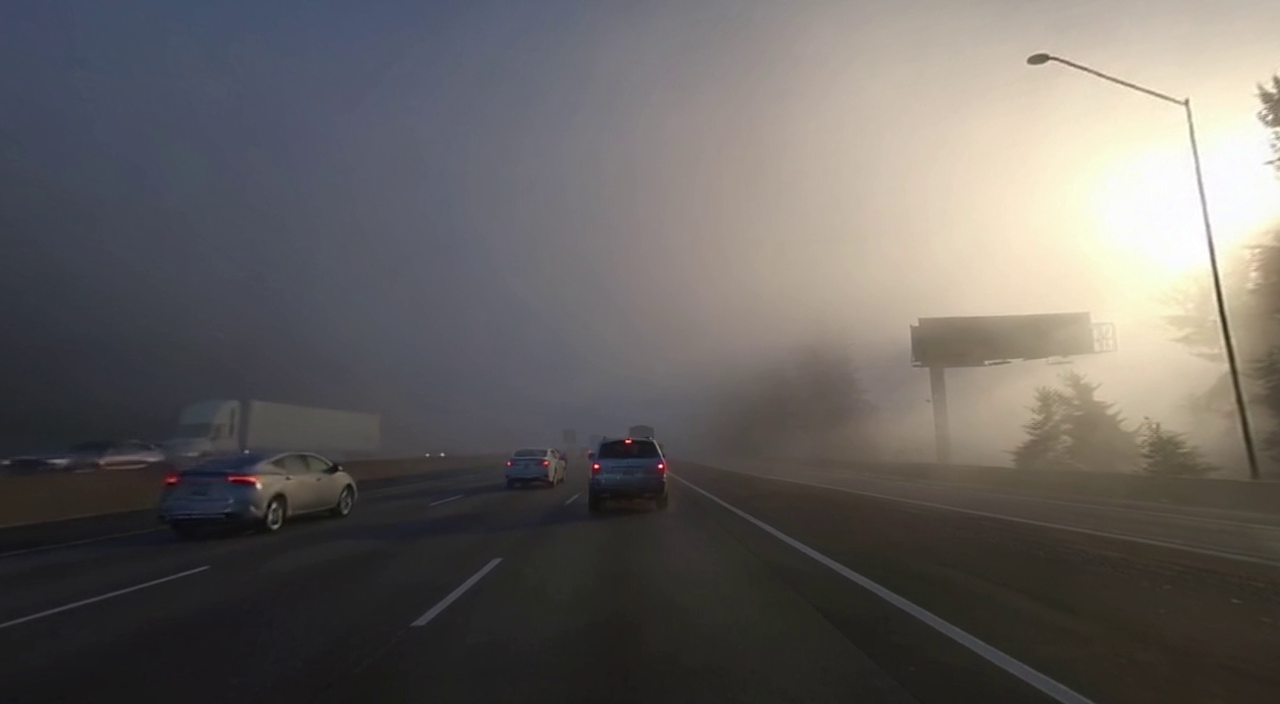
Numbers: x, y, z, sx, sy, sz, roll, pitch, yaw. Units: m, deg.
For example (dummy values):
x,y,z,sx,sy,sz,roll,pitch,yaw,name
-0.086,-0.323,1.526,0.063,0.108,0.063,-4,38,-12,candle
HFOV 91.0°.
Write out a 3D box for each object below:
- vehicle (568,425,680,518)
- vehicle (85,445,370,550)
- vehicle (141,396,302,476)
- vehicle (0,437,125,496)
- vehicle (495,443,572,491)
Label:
x,y,z,sx,sy,sz,roll,pitch,yaw,name
-0.319,2.640,14.467,2.127,1.749,4.776,0,-9,0,vehicle
-6.911,2.437,11.398,1.892,1.468,4.792,0,-9,0,vehicle
-22.905,4.771,35.332,3.063,3.879,8.695,0,-9,-1,vehicle
-18.833,3.462,19.353,1.859,1.624,4.863,0,-9,0,vehicle
-3.627,3.994,22.320,1.889,1.522,4.465,0,-9,1,vehicle
